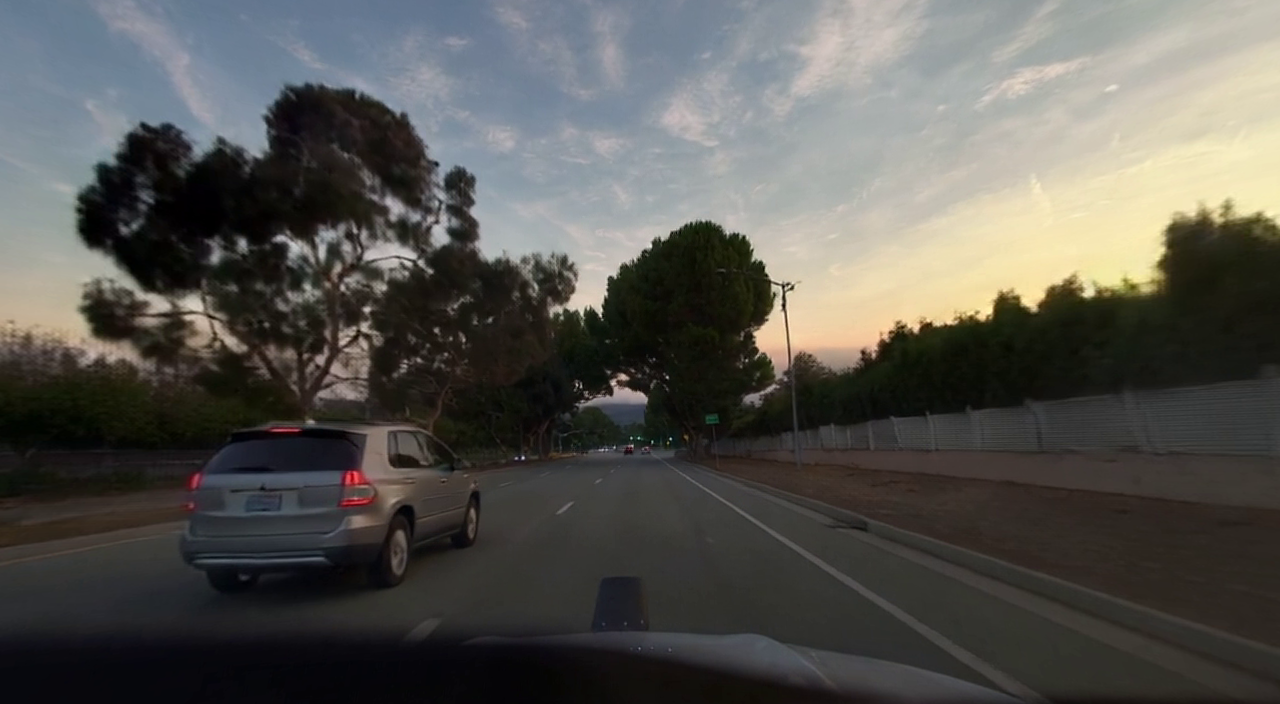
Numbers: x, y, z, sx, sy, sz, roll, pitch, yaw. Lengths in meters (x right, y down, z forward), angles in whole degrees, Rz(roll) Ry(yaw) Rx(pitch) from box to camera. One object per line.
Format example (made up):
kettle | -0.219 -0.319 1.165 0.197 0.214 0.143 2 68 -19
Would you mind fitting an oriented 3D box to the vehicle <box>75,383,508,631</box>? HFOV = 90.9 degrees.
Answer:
vehicle | -3.115 1.508 7.155 2.160 1.855 4.695 0 -8 1
